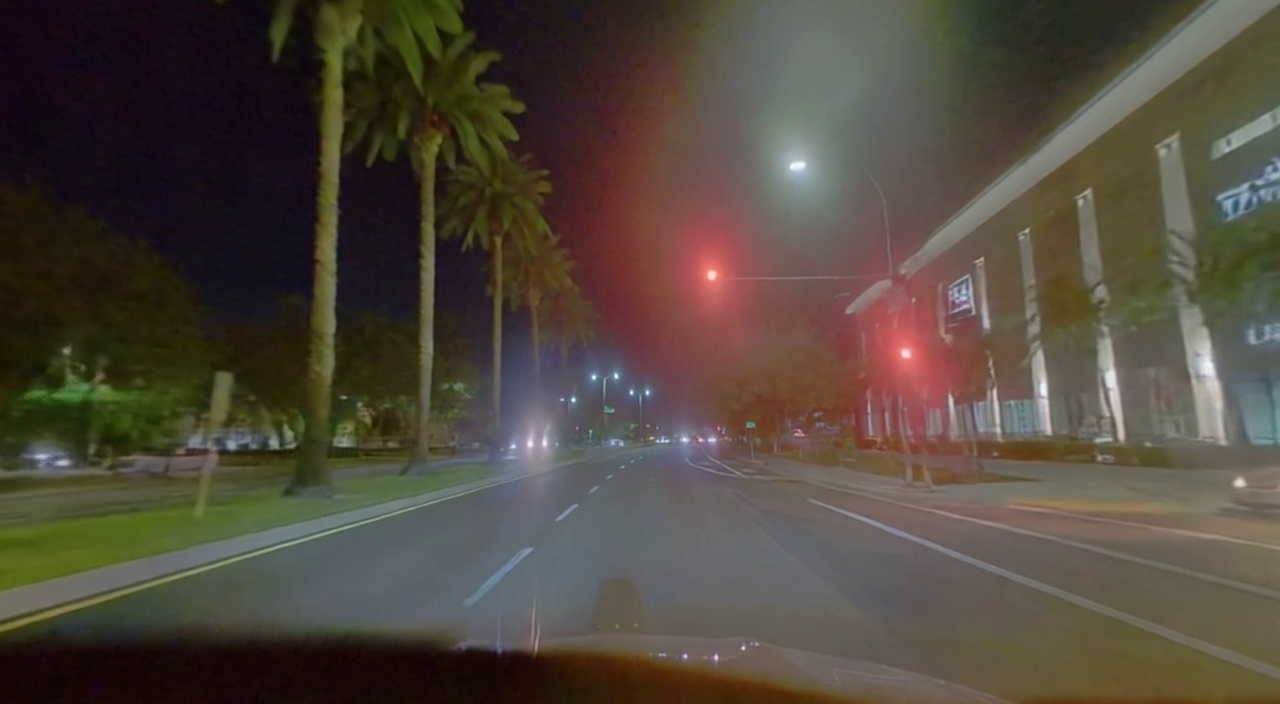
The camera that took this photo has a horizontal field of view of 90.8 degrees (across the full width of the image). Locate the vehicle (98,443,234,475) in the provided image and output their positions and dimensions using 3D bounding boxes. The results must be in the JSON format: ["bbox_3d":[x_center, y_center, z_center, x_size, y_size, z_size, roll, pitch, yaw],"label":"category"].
[{"bbox_3d":[-24.142,5.449,32.396,5.136,1.515,1.964,2,-8,-14],"label":"vehicle"}]
